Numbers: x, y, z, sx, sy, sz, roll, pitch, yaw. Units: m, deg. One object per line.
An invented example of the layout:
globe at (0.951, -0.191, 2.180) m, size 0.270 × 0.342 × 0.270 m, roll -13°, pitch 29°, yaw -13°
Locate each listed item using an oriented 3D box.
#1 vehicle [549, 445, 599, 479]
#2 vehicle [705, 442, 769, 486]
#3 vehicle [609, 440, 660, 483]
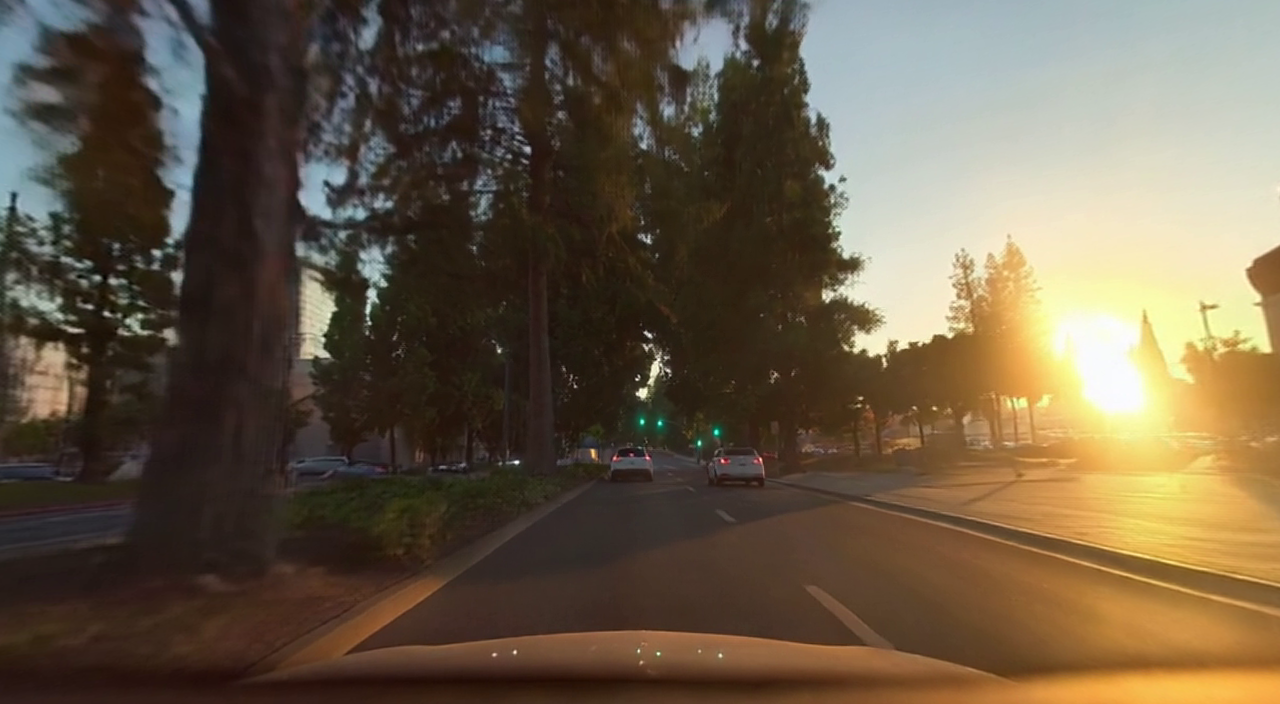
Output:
vehicle at (-3.490, 5.901, 34.216) m, size 2.047 × 1.710 × 4.314 m, roll 0°, pitch -8°, yaw 2°
vehicle at (3.740, 4.370, 24.969) m, size 1.847 × 1.554 × 4.052 m, roll 0°, pitch -8°, yaw -1°
vehicle at (-0.221, 4.725, 27.523) m, size 2.022 × 1.700 × 4.084 m, roll 0°, pitch -8°, yaw 0°
